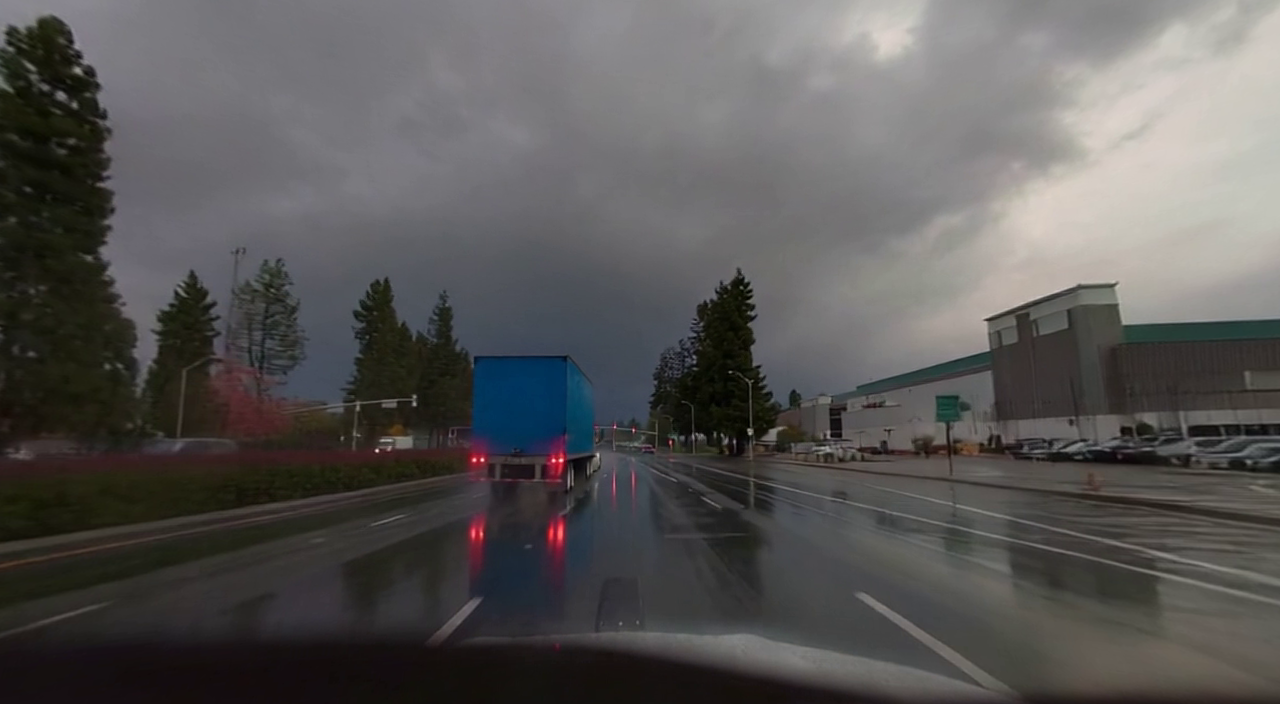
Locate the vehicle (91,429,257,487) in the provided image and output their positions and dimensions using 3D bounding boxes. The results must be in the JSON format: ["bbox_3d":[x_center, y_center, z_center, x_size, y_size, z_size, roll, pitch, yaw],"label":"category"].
[{"bbox_3d":[-15.122,3.449,20.934,2.157,1.680,4.524,0,-8,-2],"label":"vehicle"}]

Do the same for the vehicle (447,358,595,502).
[{"bbox_3d":[-3.135,2.452,19.357,2.910,3.419,8.376,0,-8,0],"label":"vehicle"}]
